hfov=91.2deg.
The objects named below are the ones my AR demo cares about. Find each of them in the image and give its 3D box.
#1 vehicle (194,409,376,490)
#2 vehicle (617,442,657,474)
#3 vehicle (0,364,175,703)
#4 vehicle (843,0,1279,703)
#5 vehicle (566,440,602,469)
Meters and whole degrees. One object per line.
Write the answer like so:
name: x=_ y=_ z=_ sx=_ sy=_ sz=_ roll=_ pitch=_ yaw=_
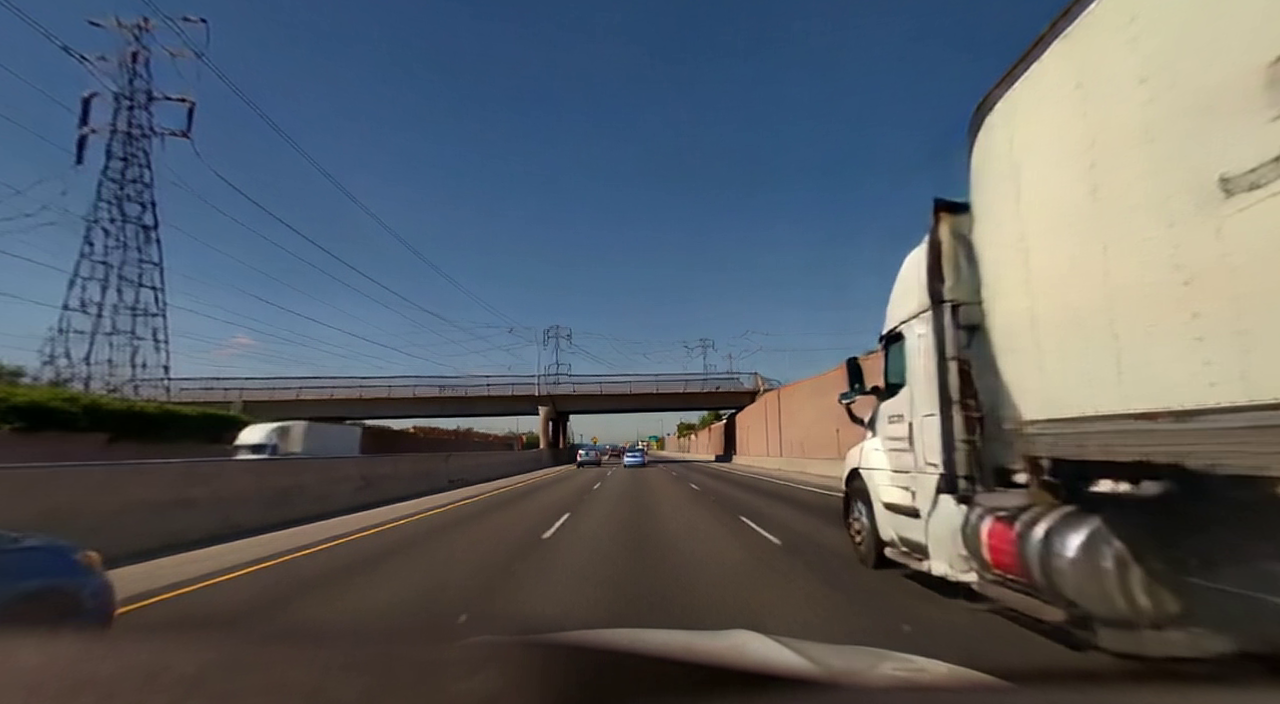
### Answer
vehicle: x=-19.751 y=5.664 z=36.577 sx=3.082 sy=3.832 sz=12.998 roll=0 pitch=-9 yaw=0
vehicle: x=-0.165 y=5.739 z=34.102 sx=2.004 sy=1.615 sz=4.113 roll=0 pitch=-9 yaw=0
vehicle: x=-3.256 y=0.635 z=0.974 sx=1.987 sy=1.548 sz=3.981 roll=0 pitch=-9 yaw=0
vehicle: x=3.871 y=-0.303 z=1.804 sx=3.011 sy=3.930 sz=10.078 roll=0 pitch=-9 yaw=-1
vehicle: x=-3.775 y=7.093 z=43.427 sx=2.077 sy=1.884 sz=4.961 roll=0 pitch=-9 yaw=0
